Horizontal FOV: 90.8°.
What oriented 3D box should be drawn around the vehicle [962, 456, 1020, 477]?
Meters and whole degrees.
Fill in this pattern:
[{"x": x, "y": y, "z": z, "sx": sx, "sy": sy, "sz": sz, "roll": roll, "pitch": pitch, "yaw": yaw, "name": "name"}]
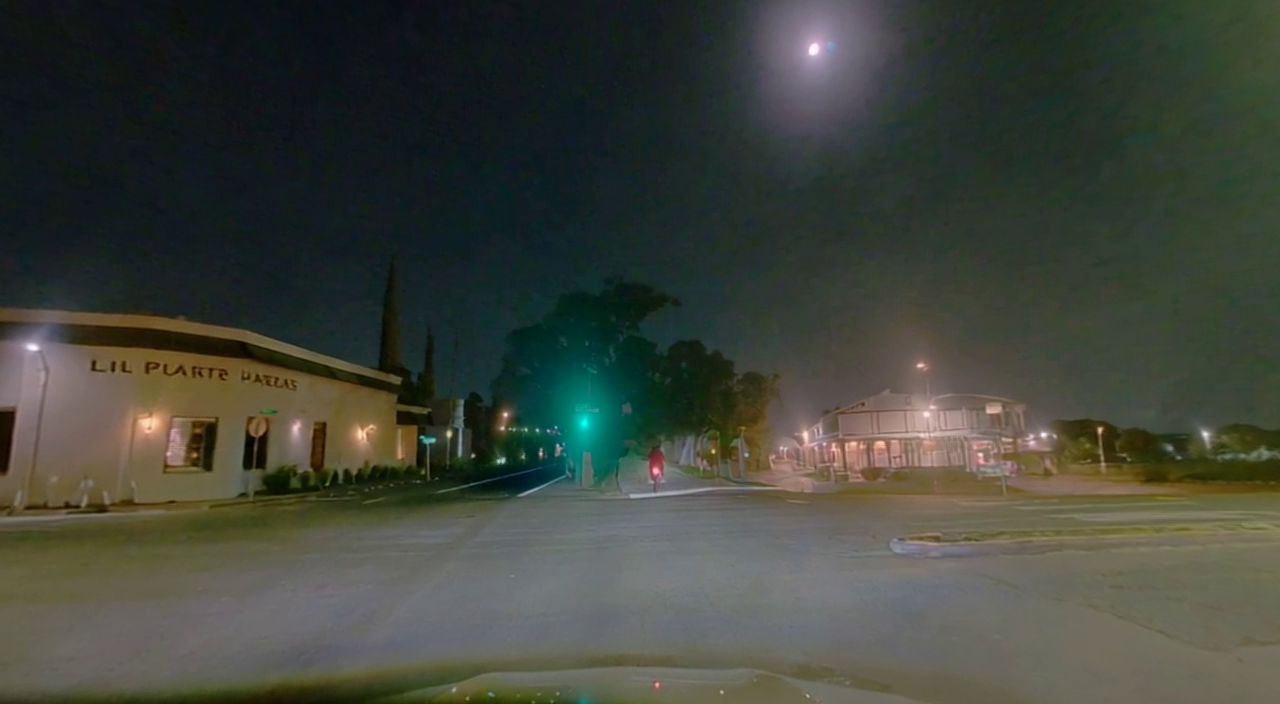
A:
[{"x": 26.948, "y": 8.748, "z": 48.478, "sx": 3.794, "sy": 1.403, "sz": 1.636, "roll": 1, "pitch": -9, "yaw": -17, "name": "vehicle"}]
